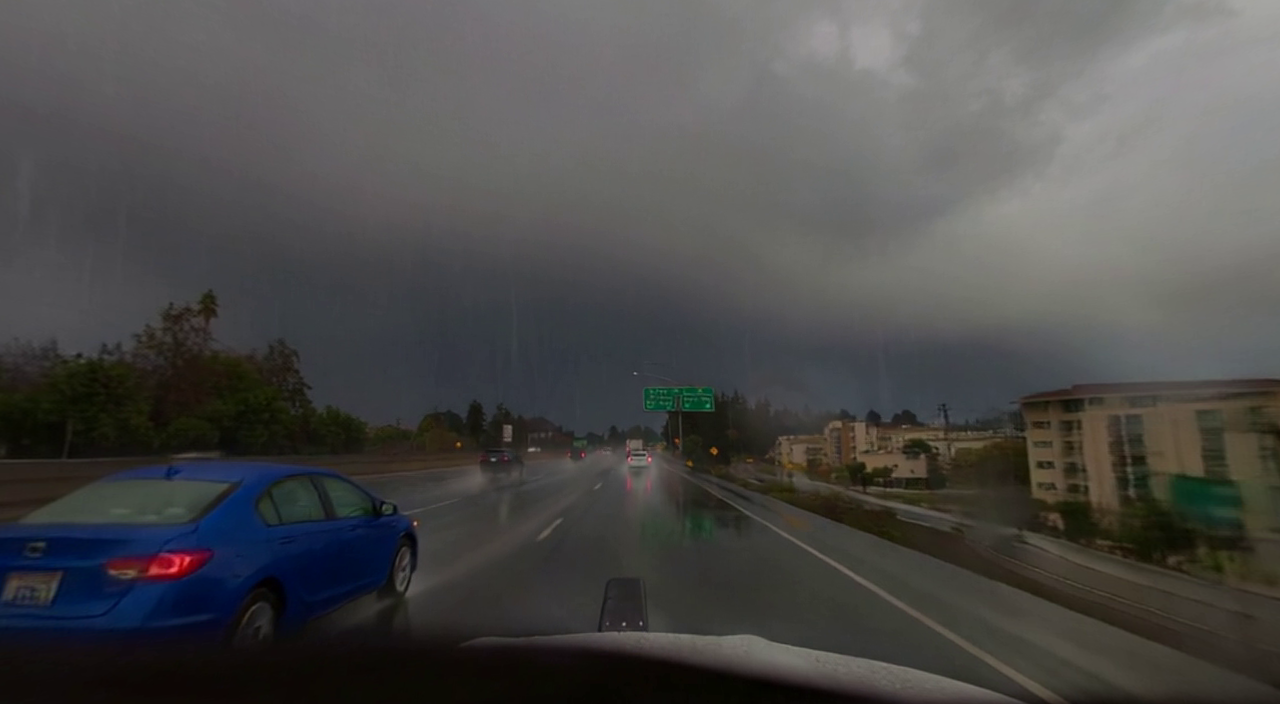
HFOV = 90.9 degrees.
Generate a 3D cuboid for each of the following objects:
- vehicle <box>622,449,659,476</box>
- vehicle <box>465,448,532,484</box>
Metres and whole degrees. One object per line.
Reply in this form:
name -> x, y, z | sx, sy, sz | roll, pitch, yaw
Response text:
vehicle -> 0.000, 6.432, 36.846 | 2.051, 1.443, 3.770 | 0, -8, 0
vehicle -> -6.431, 5.218, 29.188 | 2.075, 1.528, 4.327 | 0, -8, 1
